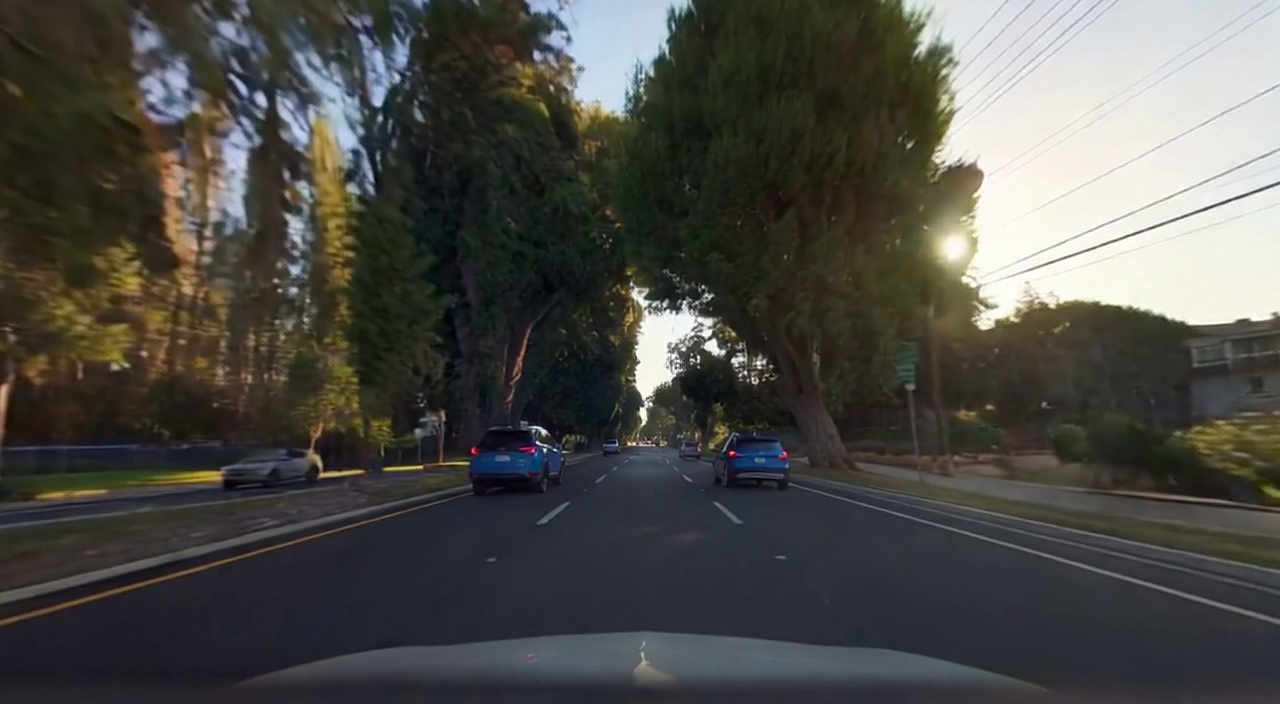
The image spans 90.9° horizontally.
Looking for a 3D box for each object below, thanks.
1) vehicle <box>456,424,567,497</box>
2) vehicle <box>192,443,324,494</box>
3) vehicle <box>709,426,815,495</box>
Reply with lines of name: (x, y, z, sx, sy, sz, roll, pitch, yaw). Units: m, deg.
vehicle: (-3.429, 3.006, 17.829, 2.104, 1.785, 4.494, 0, -8, 1)
vehicle: (-13.764, 4.181, 23.106, 1.961, 1.655, 4.491, 0, -8, 1)
vehicle: (3.395, 3.143, 18.604, 2.182, 1.744, 4.464, 0, -8, -1)
